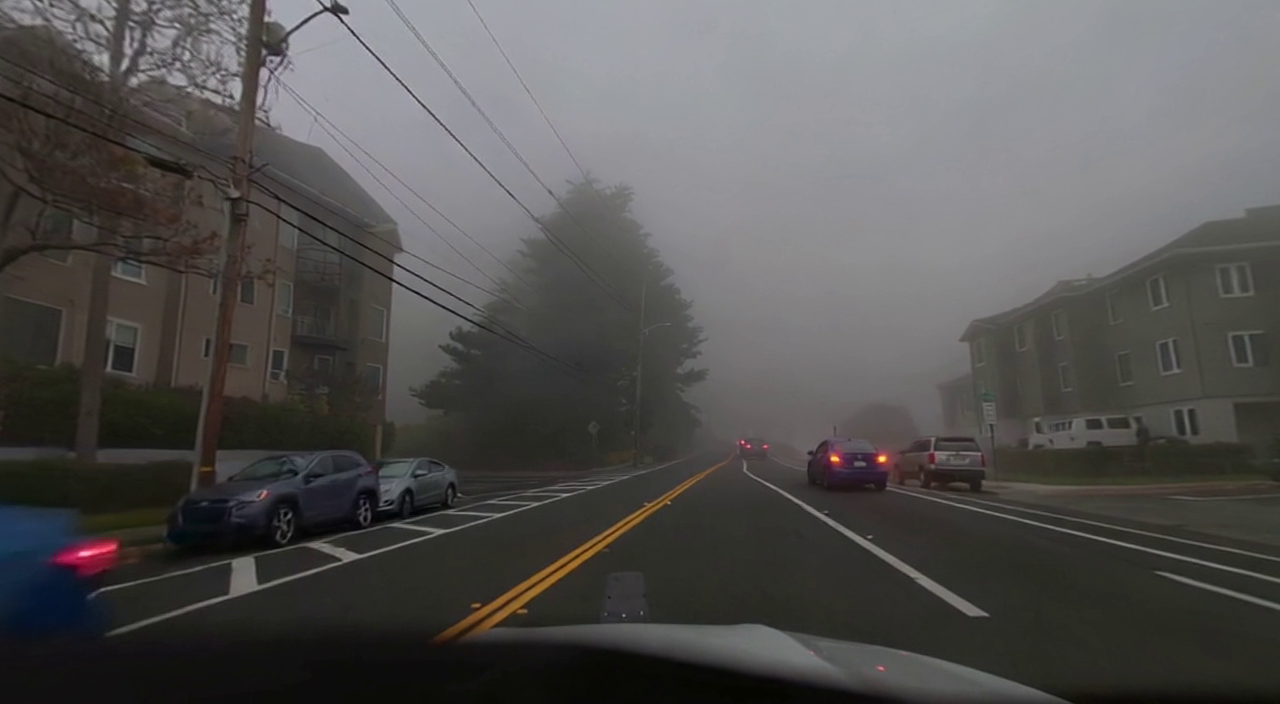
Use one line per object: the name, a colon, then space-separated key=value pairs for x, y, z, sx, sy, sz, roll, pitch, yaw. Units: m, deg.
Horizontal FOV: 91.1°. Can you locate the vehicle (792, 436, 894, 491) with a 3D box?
vehicle: x=6.191 y=3.452 z=19.771 sx=2.052 sy=1.506 sz=4.432 roll=-1 pitch=-8 yaw=5

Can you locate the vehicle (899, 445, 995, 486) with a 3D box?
vehicle: x=12.249 y=4.529 z=25.397 sx=1.935 sy=1.478 sz=4.711 roll=-1 pitch=-8 yaw=6

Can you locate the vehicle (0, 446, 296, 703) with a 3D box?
vehicle: x=-3.741 y=1.054 z=2.110 sx=2.155 sy=1.436 sz=4.501 roll=-2 pitch=-9 yaw=9
